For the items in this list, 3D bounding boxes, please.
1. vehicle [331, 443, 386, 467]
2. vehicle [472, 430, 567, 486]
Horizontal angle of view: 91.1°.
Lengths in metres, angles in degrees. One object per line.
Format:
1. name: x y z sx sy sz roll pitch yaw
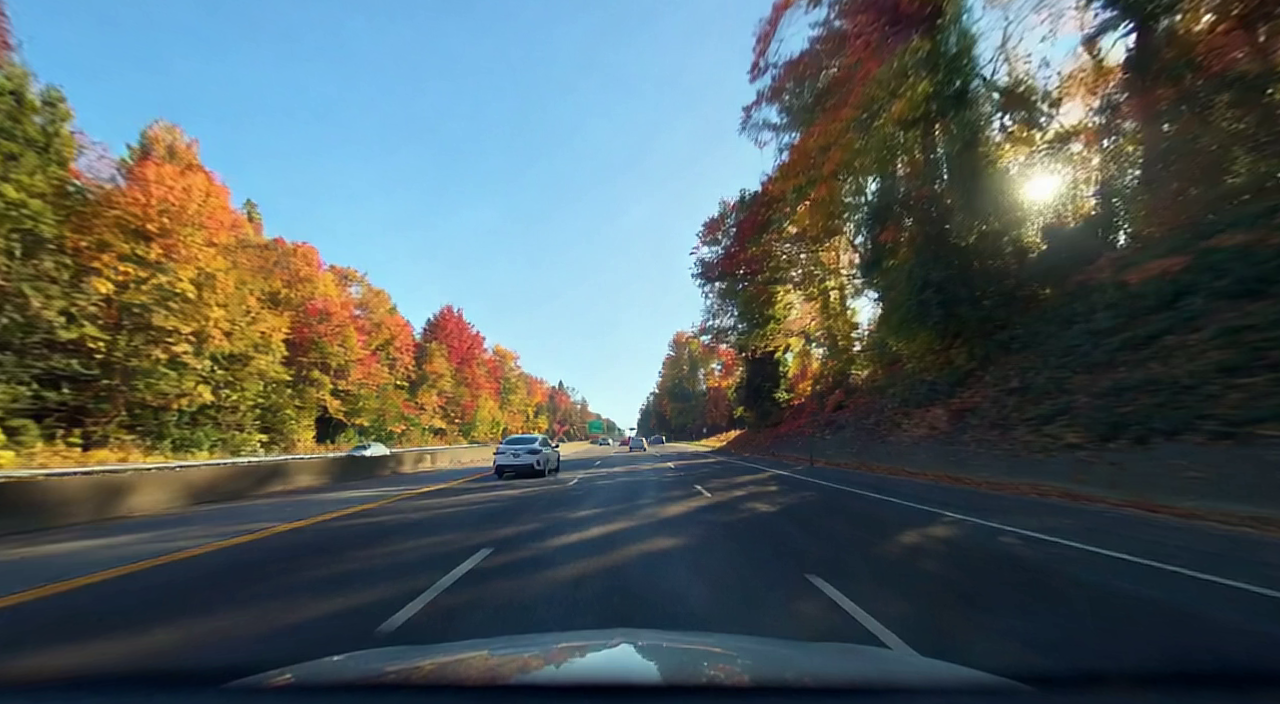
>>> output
1. vehicle: -20.593 7.538 46.191 2.002 1.581 4.484 0 -8 0
2. vehicle: -3.596 3.231 19.602 2.103 1.507 4.367 0 -8 0
